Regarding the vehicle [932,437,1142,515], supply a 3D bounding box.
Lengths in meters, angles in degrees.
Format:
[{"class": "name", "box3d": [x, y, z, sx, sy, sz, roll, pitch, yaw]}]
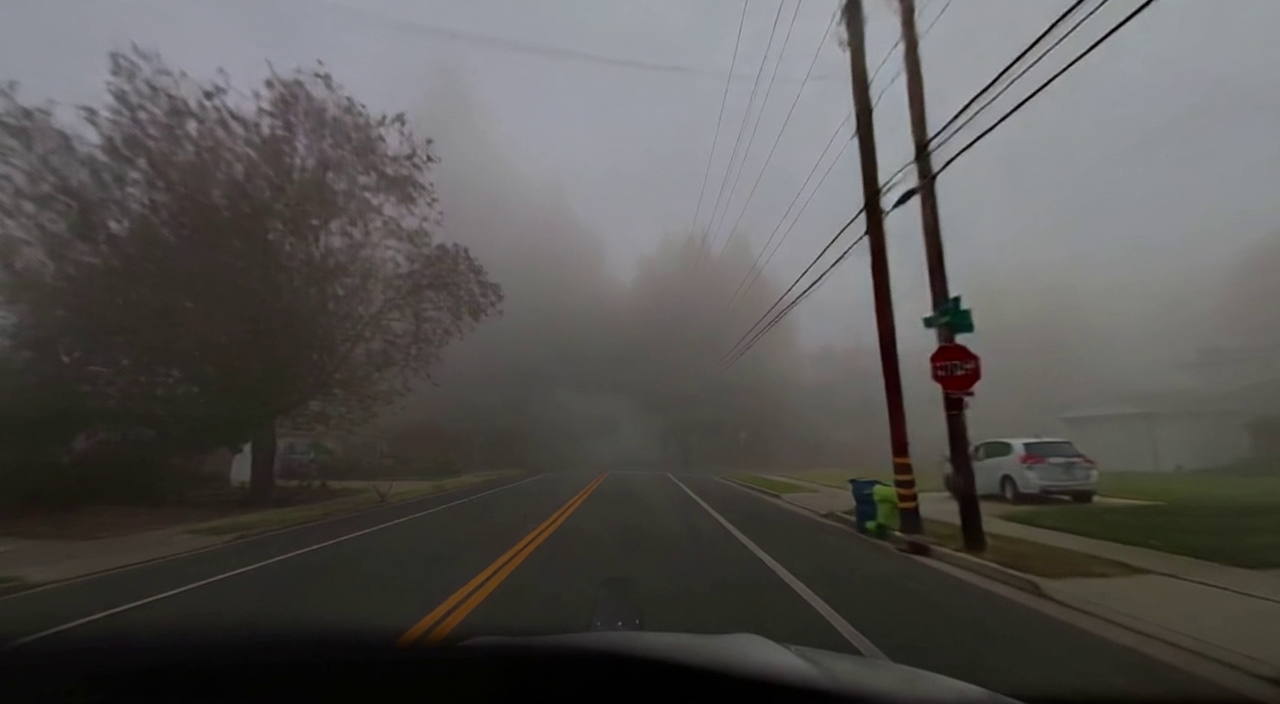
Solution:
[{"class": "vehicle", "box3d": [8.709, 2.729, 14.463, 1.811, 1.491, 4.407, 0, -9, -2]}]
